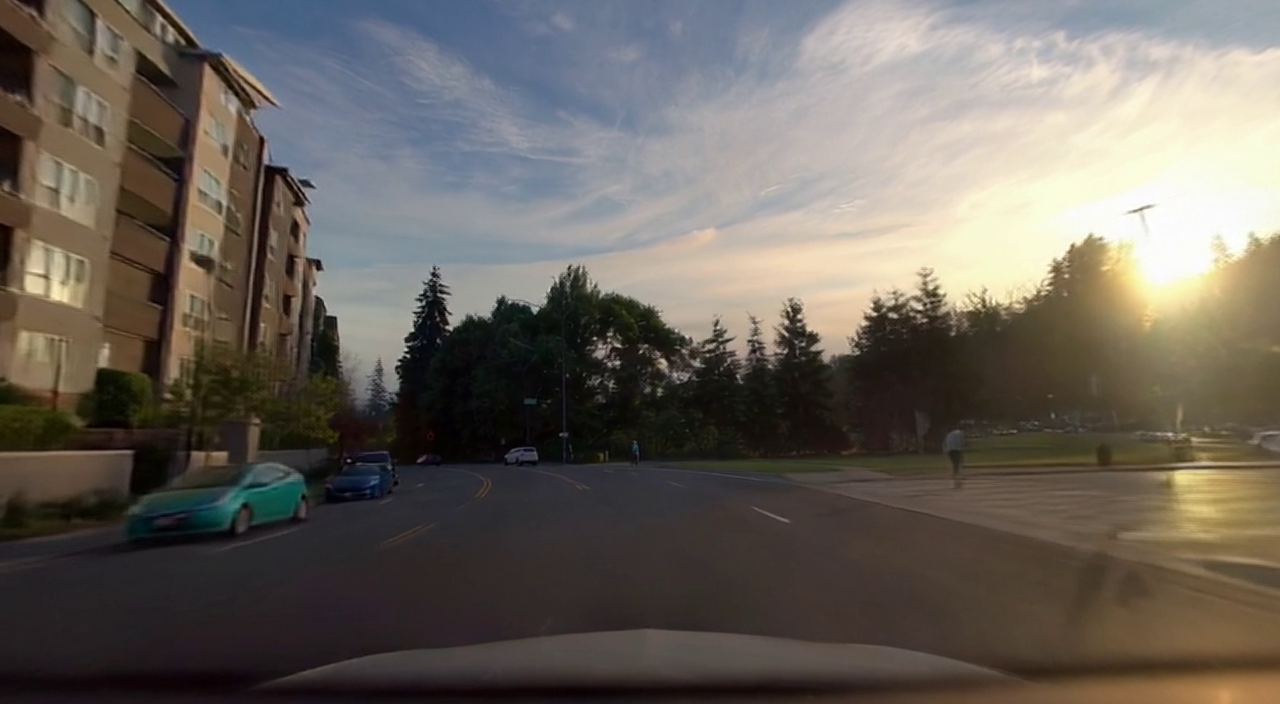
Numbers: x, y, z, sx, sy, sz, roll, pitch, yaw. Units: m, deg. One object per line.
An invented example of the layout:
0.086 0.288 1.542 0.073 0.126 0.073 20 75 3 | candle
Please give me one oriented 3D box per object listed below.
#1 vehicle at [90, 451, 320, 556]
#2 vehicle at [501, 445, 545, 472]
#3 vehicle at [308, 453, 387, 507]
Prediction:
-8.537 2.918 12.992 1.994 1.697 4.436 1 -9 -7 | vehicle
-8.511 7.658 45.527 2.000 1.809 4.405 3 -9 -25 | vehicle
-10.783 4.688 23.515 1.908 1.602 4.279 -2 -8 -15 | vehicle
